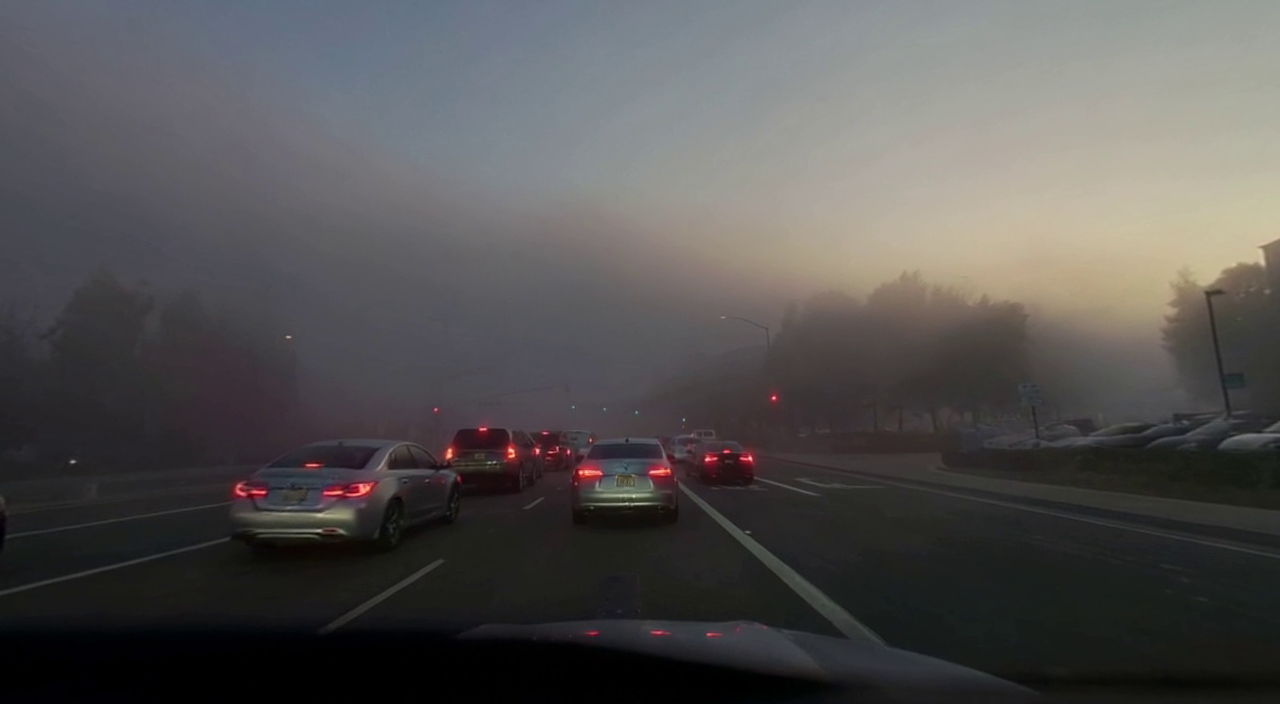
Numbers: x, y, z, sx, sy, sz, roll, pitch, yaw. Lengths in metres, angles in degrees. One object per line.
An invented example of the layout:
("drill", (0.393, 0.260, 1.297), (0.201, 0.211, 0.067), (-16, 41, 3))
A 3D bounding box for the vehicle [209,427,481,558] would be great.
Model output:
("vehicle", (-3.864, 1.904, 9.295), (1.985, 1.467, 4.224), (0, -8, 0))

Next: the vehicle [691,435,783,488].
("vehicle", (2.846, 3.341, 19.624), (1.978, 1.452, 4.381), (0, -8, -2))

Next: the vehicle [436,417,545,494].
("vehicle", (-4.031, 2.890, 17.853), (2.054, 1.881, 4.469), (0, -8, -1))

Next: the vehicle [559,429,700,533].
("vehicle", (-0.216, 2.142, 11.089), (2.007, 1.467, 4.059), (0, -8, -2))
